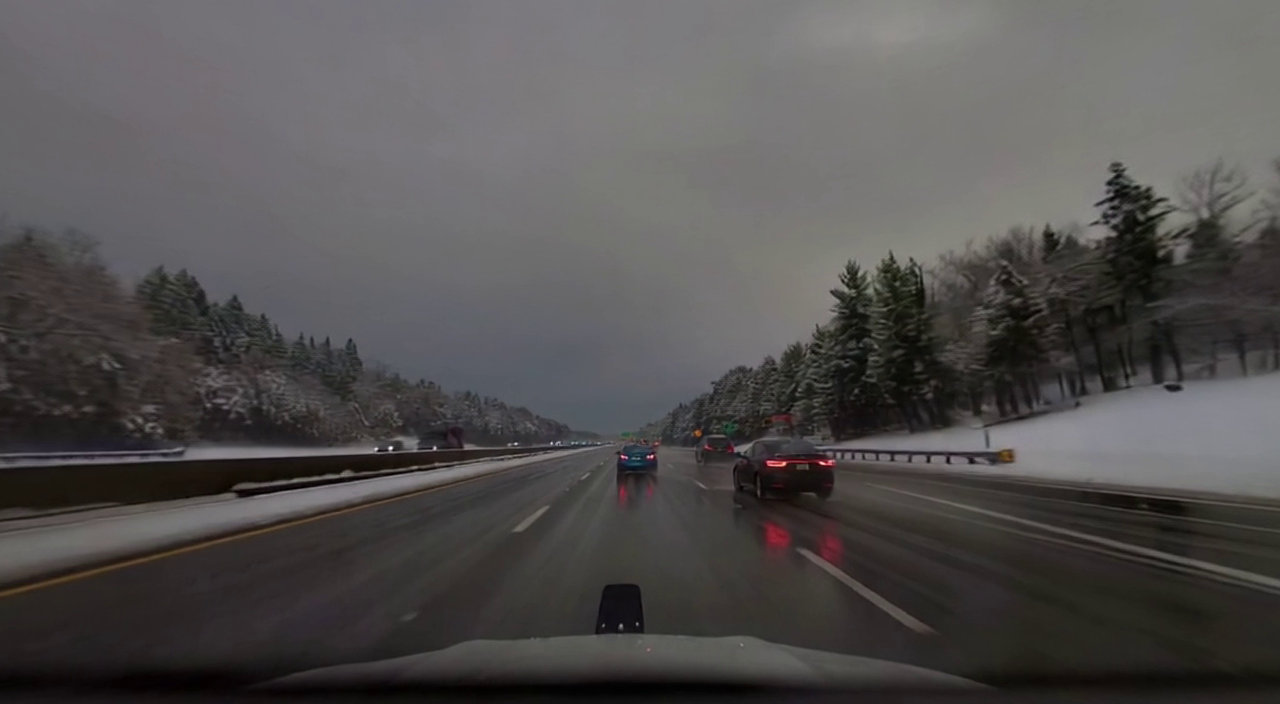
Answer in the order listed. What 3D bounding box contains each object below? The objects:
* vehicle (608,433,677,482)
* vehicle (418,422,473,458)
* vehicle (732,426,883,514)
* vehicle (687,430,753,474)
[{"bbox_3d":[0.014,3.509,21.230,2.098,1.475,3.997,0,-8,-2],"label":"vehicle"},{"bbox_3d":[-14.566,6.659,47.626,2.378,2.458,5.830,0,-8,-1],"label":"vehicle"},{"bbox_3d":[3.250,2.373,13.190,1.856,1.517,4.198,0,-9,-2],"label":"vehicle"},{"bbox_3d":[3.223,4.146,26.343,1.997,1.663,4.169,0,-8,-3],"label":"vehicle"}]
